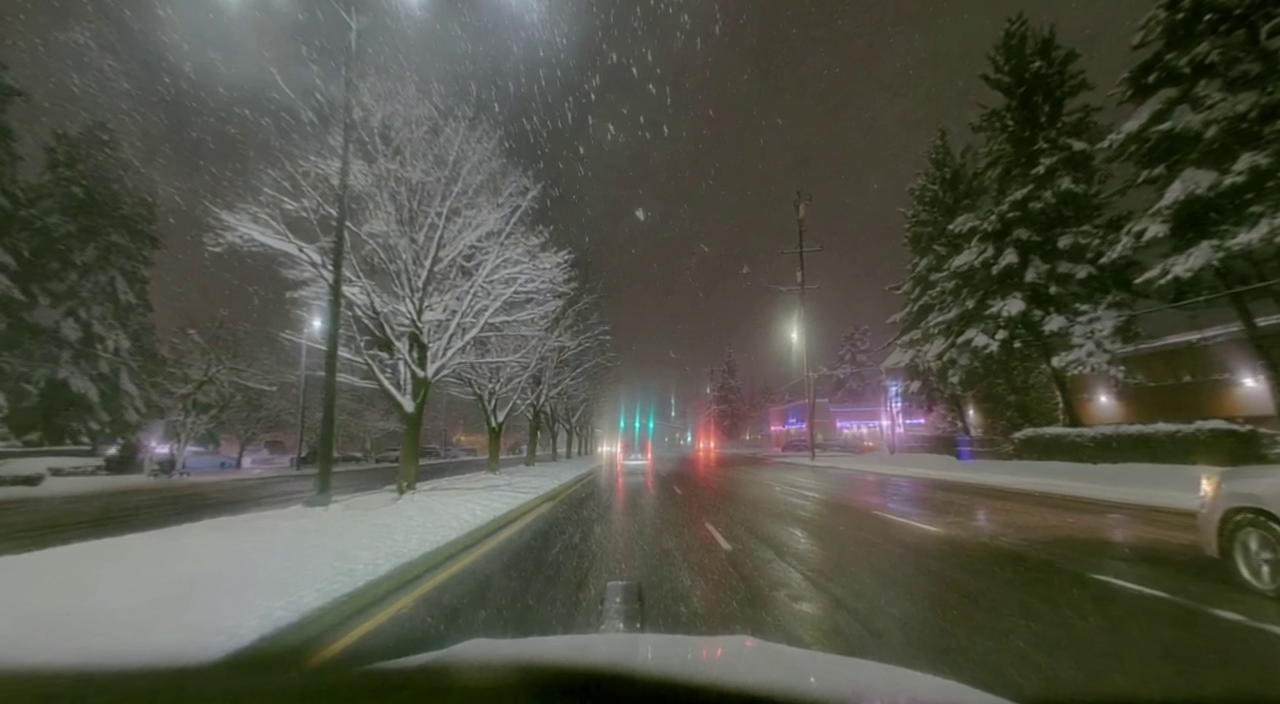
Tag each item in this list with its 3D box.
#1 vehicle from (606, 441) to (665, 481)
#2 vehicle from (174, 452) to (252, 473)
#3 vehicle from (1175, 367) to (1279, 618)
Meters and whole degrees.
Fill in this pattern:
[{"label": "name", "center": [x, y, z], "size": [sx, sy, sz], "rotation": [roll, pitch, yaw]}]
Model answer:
[{"label": "vehicle", "center": [-0.204, 4.350, 25.531], "size": [2.185, 1.473, 3.925], "rotation": [0, -8, -1]}, {"label": "vehicle", "center": [-33.072, 8.544, 48.965], "size": [4.686, 1.478, 1.801], "rotation": [7, -11, -41]}, {"label": "vehicle", "center": [5.874, 0.759, 2.767], "size": [2.066, 1.865, 5.636], "rotation": [0, -8, -1]}]
